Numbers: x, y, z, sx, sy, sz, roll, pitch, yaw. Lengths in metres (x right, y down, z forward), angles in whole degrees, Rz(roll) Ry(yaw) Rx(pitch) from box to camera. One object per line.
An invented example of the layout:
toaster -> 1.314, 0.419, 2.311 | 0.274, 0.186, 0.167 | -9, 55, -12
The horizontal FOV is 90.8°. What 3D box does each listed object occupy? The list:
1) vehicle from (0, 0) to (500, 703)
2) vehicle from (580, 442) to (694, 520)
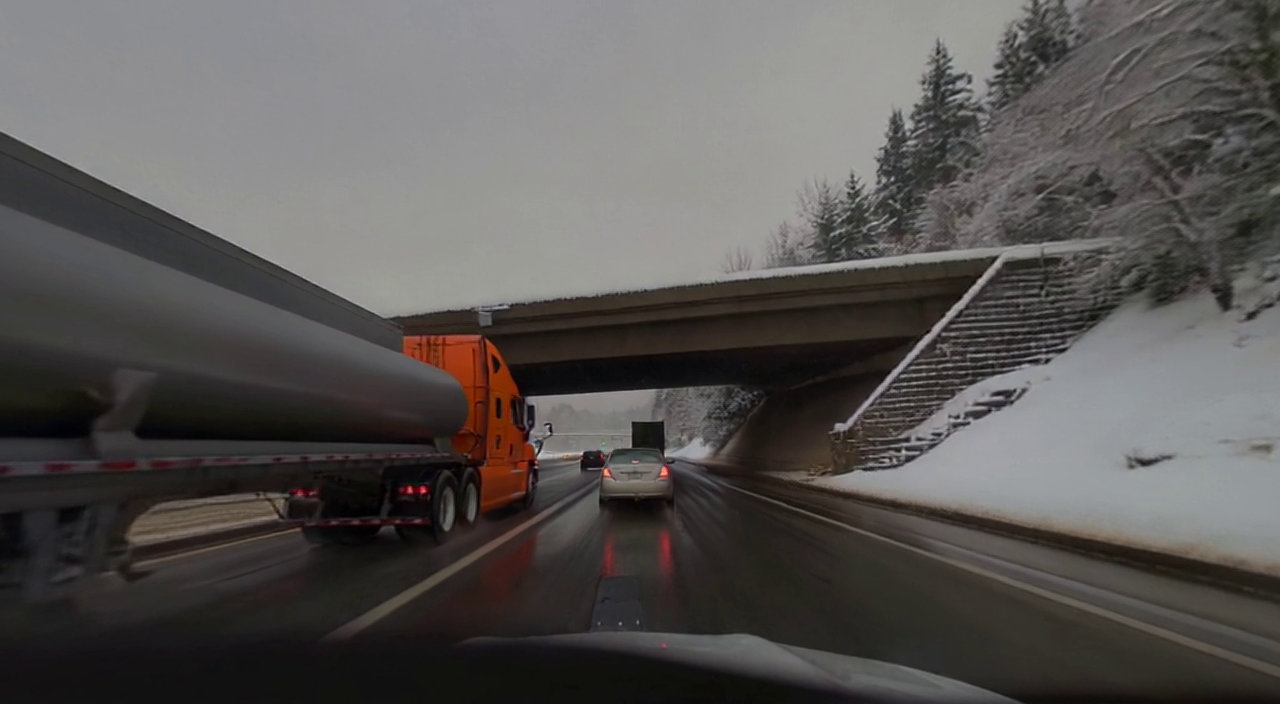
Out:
vehicle -> -4.266, 0.329, 4.647 | 2.896, 3.563, 14.643 | 0, -9, 1
vehicle -> -0.045, 2.845, 14.485 | 2.215, 1.481, 4.246 | 0, -9, 0
